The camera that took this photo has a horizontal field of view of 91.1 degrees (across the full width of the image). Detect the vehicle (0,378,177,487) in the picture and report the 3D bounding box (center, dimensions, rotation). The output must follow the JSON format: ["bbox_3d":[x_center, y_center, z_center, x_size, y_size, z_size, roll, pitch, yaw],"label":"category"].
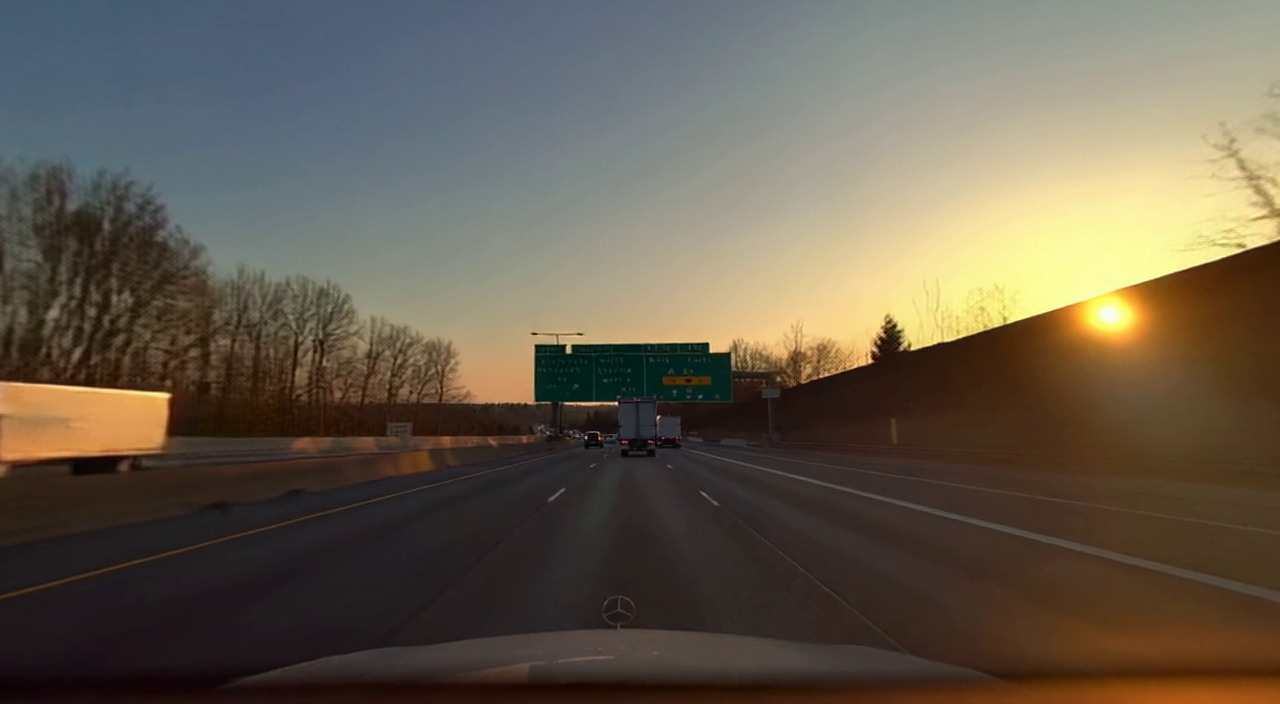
[{"bbox_3d":[-25.885,3.530,27.345,2.990,4.107,11.120,0,-8,0],"label":"vehicle"}]

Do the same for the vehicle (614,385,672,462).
[{"bbox_3d":[0.109,4.791,40.623,2.965,3.972,16.689,0,-8,0],"label":"vehicle"}]
